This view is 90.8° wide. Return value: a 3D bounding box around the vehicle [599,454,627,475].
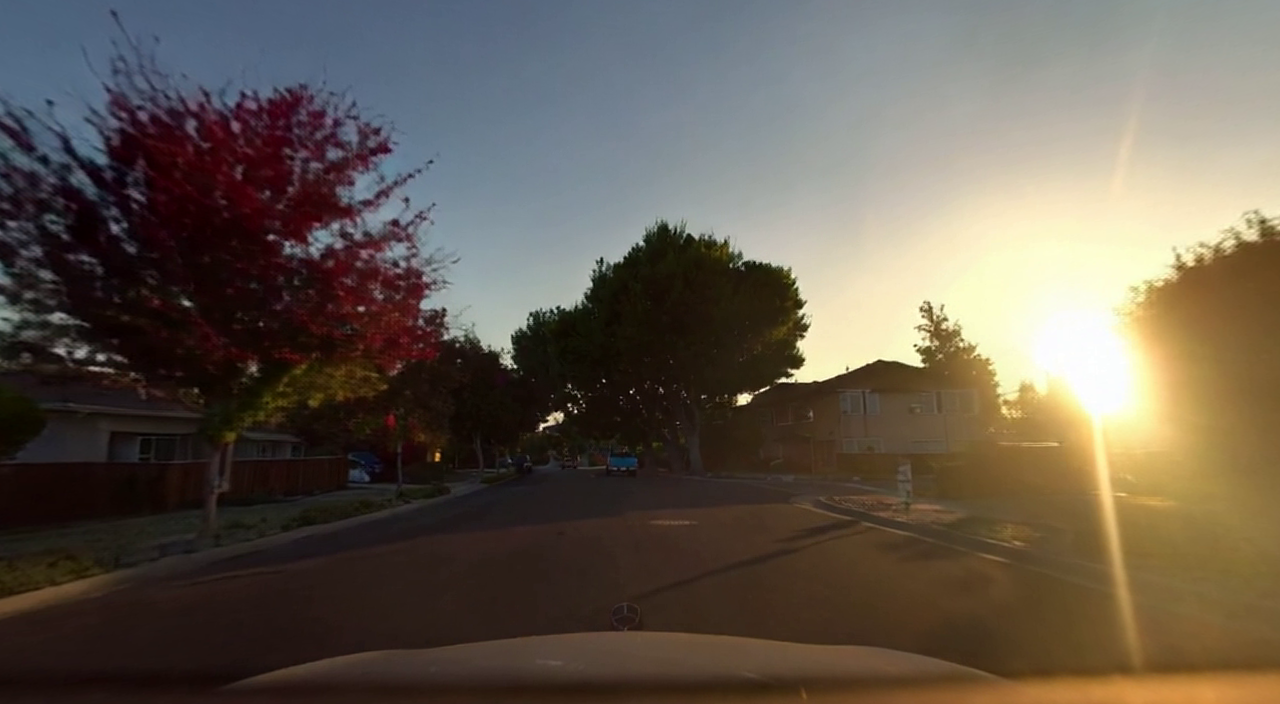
[{"bbox_3d":[-2.127,8.604,48.326,2.064,1.477,3.968,1,-9,-4],"label":"vehicle"}]
